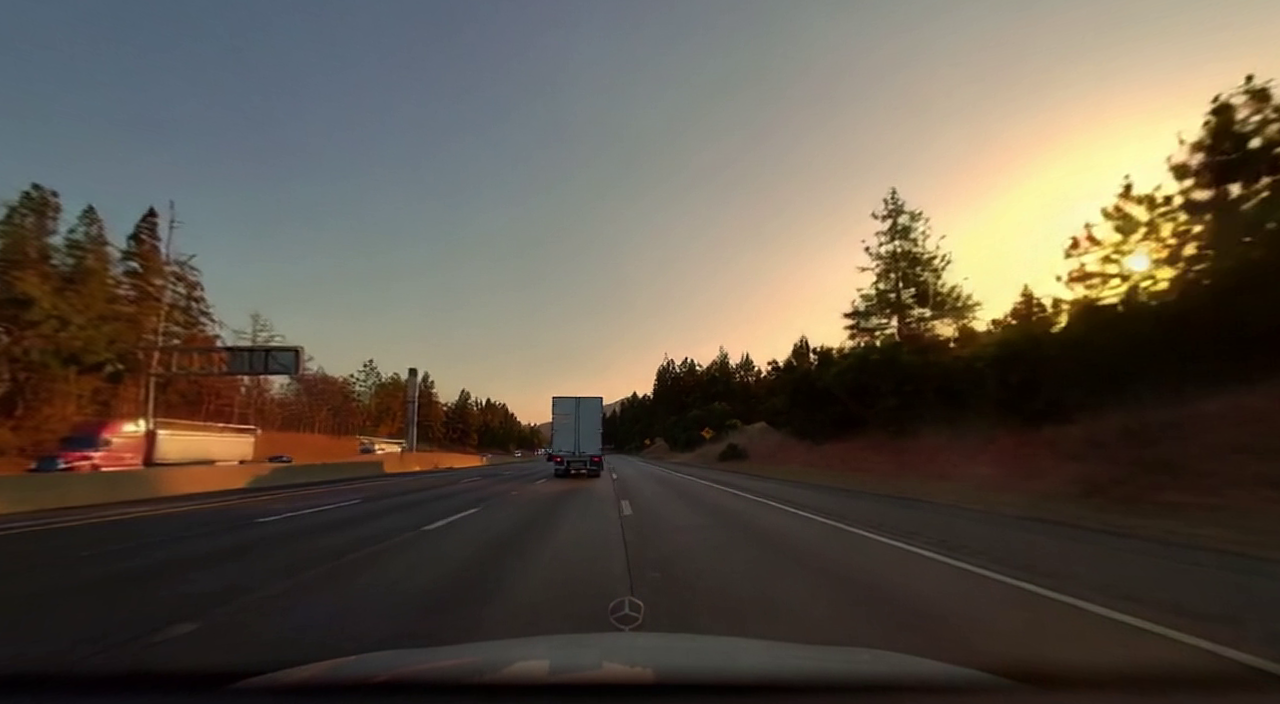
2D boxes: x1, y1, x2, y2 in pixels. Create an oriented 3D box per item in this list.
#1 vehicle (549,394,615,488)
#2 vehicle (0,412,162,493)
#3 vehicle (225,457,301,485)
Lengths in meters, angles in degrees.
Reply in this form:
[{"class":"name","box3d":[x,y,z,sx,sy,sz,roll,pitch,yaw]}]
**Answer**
[{"class":"vehicle","box3d":[-2.908,4.860,33.842,2.875,4.056,12.312,0,-9,-3]},{"class":"vehicle","box3d":[-28.937,5.236,32.962,2.974,3.835,6.127,0,-9,-2]},{"class":"vehicle","box3d":[-21.571,6.809,36.250,1.742,1.441,4.375,0,-9,-2]}]
